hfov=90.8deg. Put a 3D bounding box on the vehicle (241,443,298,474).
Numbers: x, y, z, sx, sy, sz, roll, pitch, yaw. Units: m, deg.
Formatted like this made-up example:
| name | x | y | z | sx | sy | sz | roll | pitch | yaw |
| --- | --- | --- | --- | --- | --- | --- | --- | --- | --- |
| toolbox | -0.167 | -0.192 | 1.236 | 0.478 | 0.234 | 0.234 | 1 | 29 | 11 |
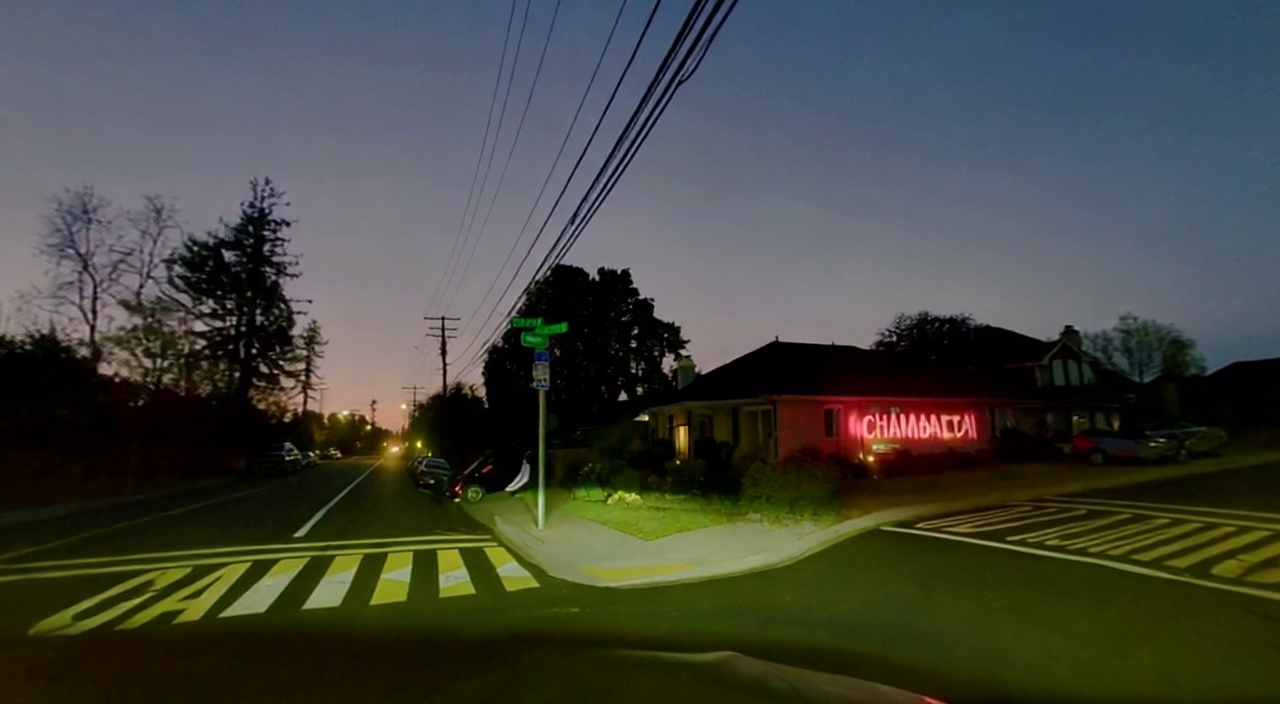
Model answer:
| name | x | y | z | sx | sy | sz | roll | pitch | yaw |
| --- | --- | --- | --- | --- | --- | --- | --- | --- | --- |
| vehicle | -23.074 | 6.612 | 39.550 | 2.203 | 1.787 | 4.704 | 3 | -9 | -21 |
